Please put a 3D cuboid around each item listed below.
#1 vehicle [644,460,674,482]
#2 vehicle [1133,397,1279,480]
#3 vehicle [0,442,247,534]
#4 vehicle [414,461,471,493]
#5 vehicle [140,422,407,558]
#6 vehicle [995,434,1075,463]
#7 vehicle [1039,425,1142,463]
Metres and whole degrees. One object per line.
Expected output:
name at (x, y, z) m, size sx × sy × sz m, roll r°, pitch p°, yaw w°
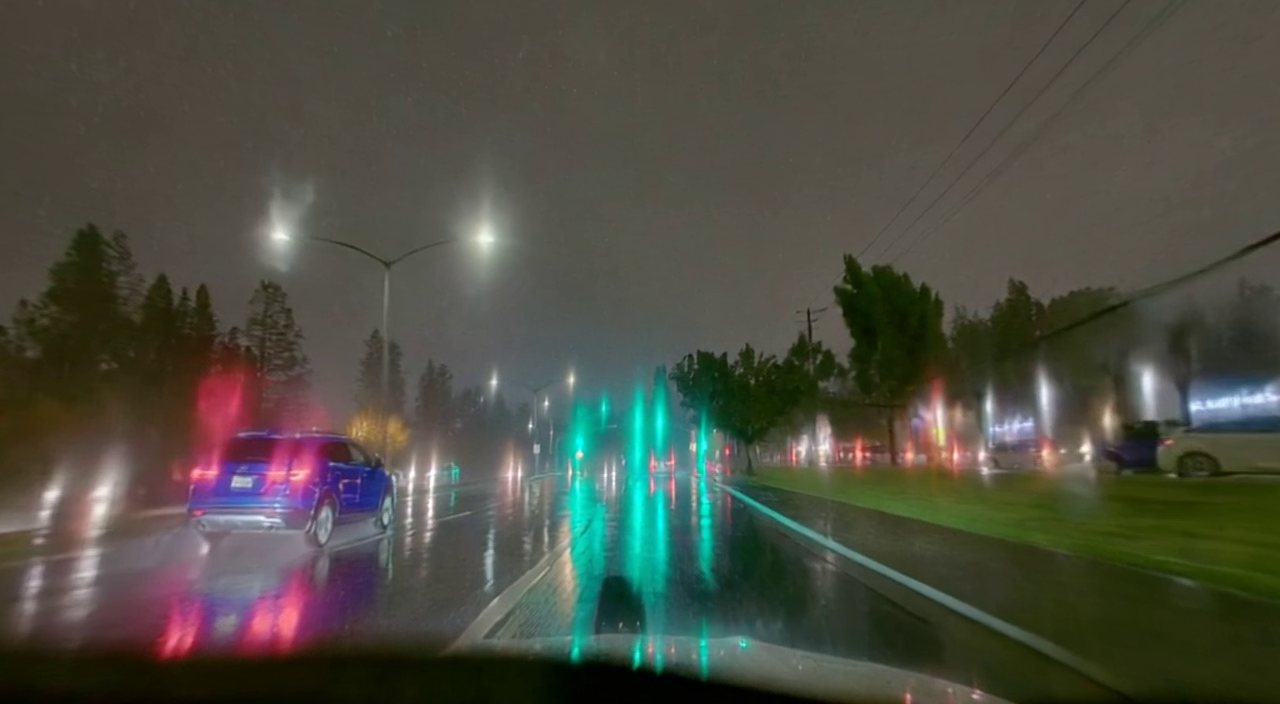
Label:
vehicle at (1.356, 8.634, 45.845) m, size 2.091 × 1.494 × 3.962 m, roll 0°, pitch -9°, yaw 0°
vehicle at (12.767, 1.750, 12.587) m, size 1.884 × 1.522 × 4.642 m, roll 0°, pitch -9°, yaw -3°
vehicle at (-11.685, 3.041, 14.764) m, size 2.042 × 1.801 × 4.378 m, roll 0°, pitch -9°, yaw 1°
vehicle at (-11.694, 7.412, 37.685) m, size 2.064 × 1.515 × 5.056 m, roll 1°, pitch -7°, yaw -4°
vehicle at (-6.024, 2.292, 11.151) m, size 2.027 × 1.908 × 4.273 m, roll 0°, pitch -9°, yaw 1°
vehicle at (23.064, 5.674, 37.040) m, size 2.001 × 1.558 × 4.803 m, roll -1°, pitch -9°, yaw 6°
vehicle at (22.193, 4.588, 31.293) m, size 2.018 × 1.751 × 4.637 m, roll -1°, pitch -9°, yaw 6°
